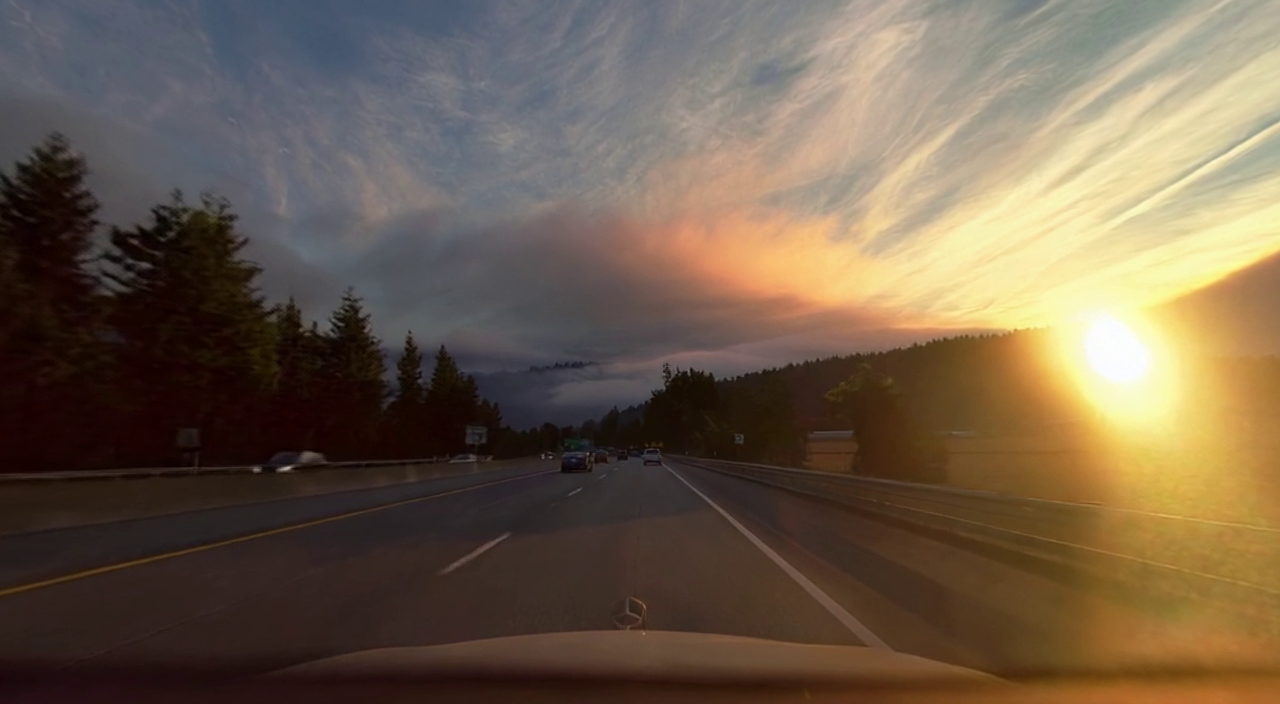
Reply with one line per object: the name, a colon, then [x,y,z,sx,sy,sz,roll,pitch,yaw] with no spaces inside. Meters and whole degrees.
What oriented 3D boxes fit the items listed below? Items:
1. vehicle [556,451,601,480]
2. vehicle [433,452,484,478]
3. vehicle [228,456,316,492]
vehicle: [-3.312,6.180,34.519,1.970,1.483,4.097,-1,-9,1]
vehicle: [-12.220,7.616,42.719,2.005,1.555,4.819,-1,-9,0]
vehicle: [-16.776,5.549,28.956,1.803,1.514,3.656,-1,-9,1]
